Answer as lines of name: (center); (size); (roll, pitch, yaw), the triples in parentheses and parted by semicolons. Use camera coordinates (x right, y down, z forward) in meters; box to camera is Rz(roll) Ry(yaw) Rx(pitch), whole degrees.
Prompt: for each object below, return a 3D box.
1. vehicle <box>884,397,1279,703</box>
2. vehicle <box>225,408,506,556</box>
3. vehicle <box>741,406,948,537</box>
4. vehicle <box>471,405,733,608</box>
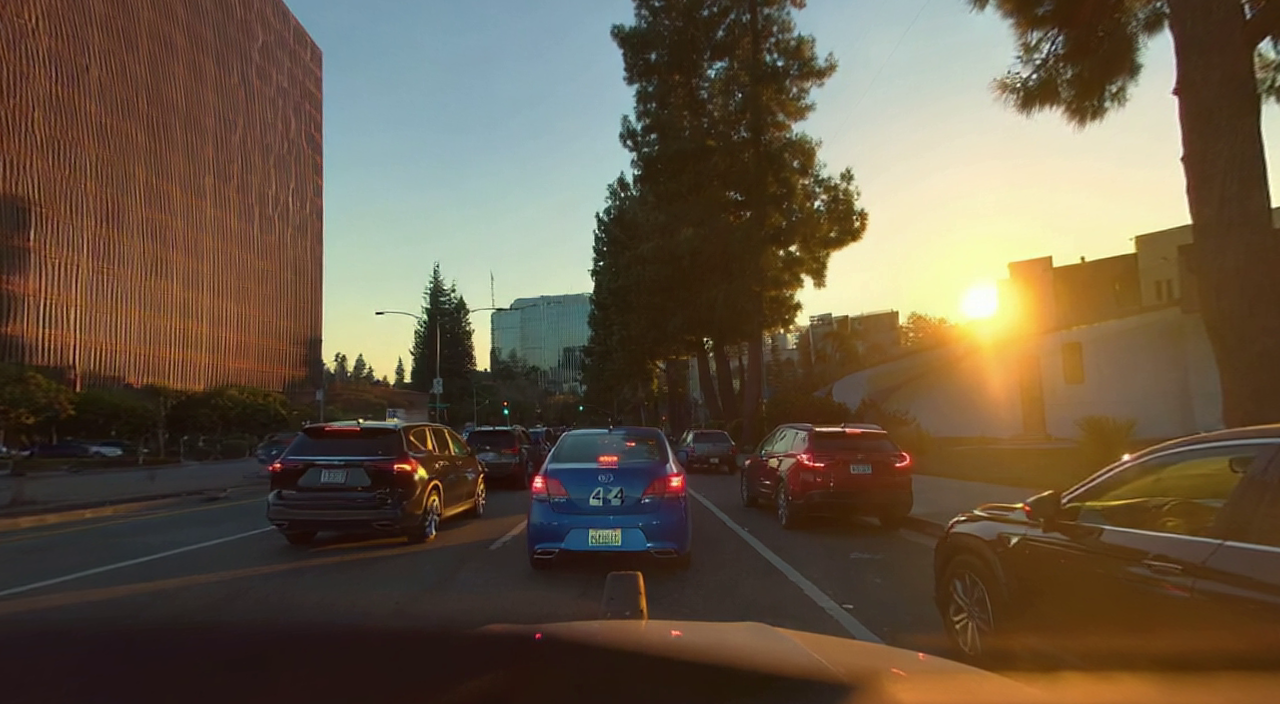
vehicle: (3.241, 1.068, 3.374); (2.045, 1.459, 4.462); (0, -8, -1)
vehicle: (-3.756, 1.886, 9.886); (2.141, 1.718, 4.809); (0, -8, 1)
vehicle: (3.345, 2.077, 11.536); (2.117, 1.879, 4.715); (0, -8, -1)
vehicle: (-0.356, 1.583, 7.419); (2.114, 1.631, 4.459); (0, -8, -1)
